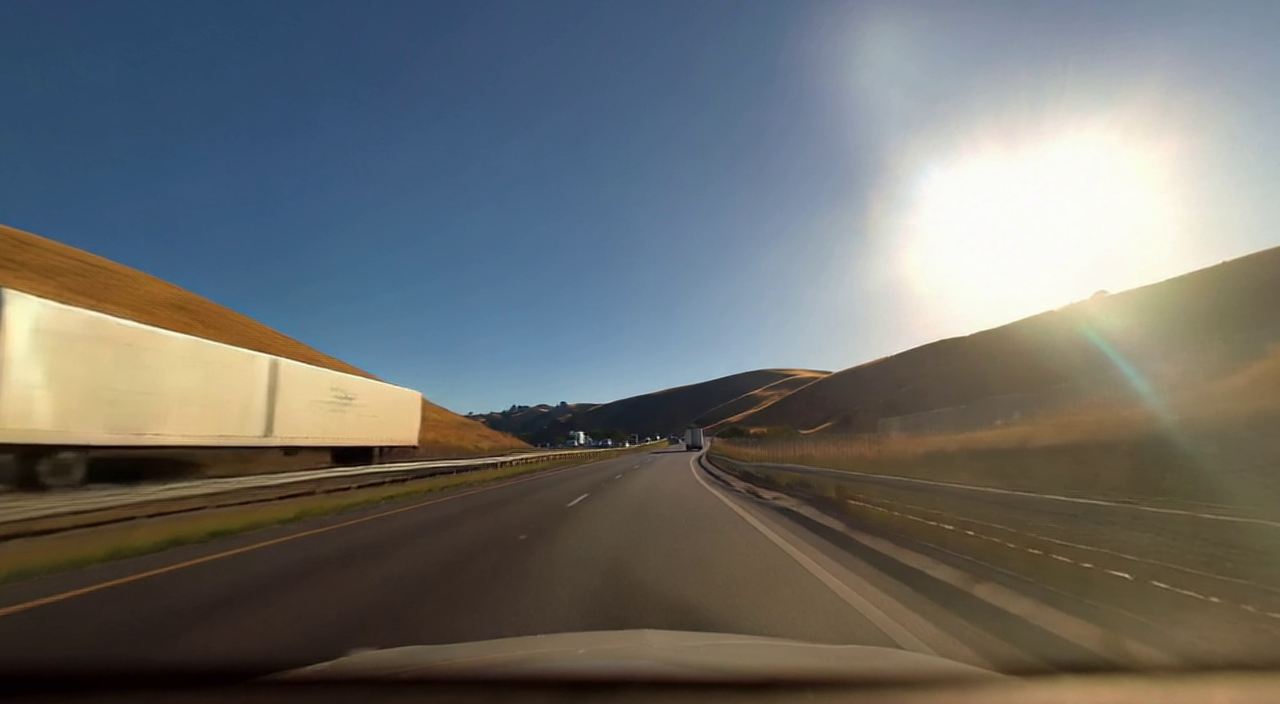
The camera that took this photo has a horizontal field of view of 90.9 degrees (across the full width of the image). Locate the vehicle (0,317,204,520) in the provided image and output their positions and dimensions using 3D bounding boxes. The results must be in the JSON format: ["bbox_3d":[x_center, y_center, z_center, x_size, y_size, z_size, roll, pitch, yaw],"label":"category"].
[{"bbox_3d":[-12.932,1.258,11.724,3.043,3.571,8.922,0,-9,1],"label":"vehicle"}]

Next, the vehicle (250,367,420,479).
[{"bbox_3d":[-12.806,3.292,27.812,2.788,4.109,9.073,0,-9,1],"label":"vehicle"}]
